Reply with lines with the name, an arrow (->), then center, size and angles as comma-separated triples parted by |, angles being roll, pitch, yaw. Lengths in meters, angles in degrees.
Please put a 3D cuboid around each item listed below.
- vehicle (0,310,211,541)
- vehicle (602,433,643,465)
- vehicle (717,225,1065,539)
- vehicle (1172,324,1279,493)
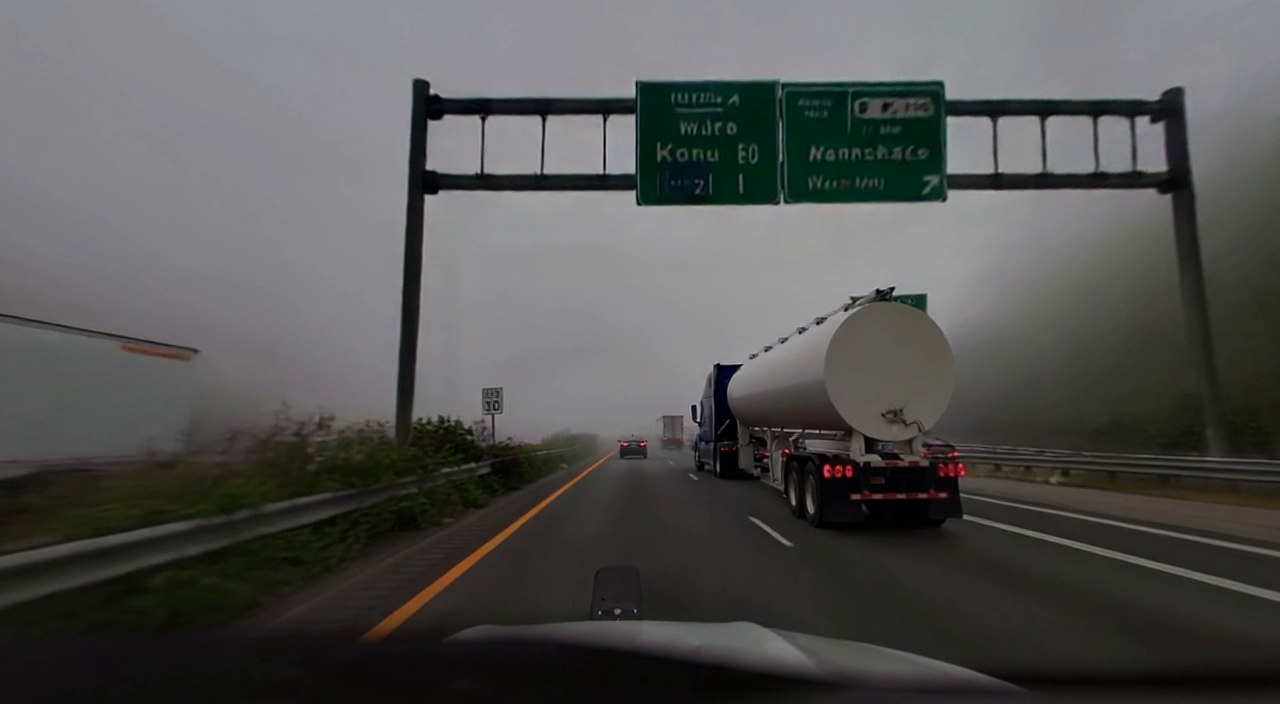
vehicle -> -12.905, 1.105, 9.727 | 2.895, 4.123, 14.208 | 0, -8, -1
vehicle -> -0.864, 4.970, 32.455 | 2.000, 1.510, 3.518 | 0, -8, -1
vehicle -> 3.622, 0.934, 12.425 | 2.826, 3.905, 9.262 | 0, -8, -1
vehicle -> 17.258, 1.127, 13.529 | 2.722, 4.038, 8.781 | 2, -8, -12
